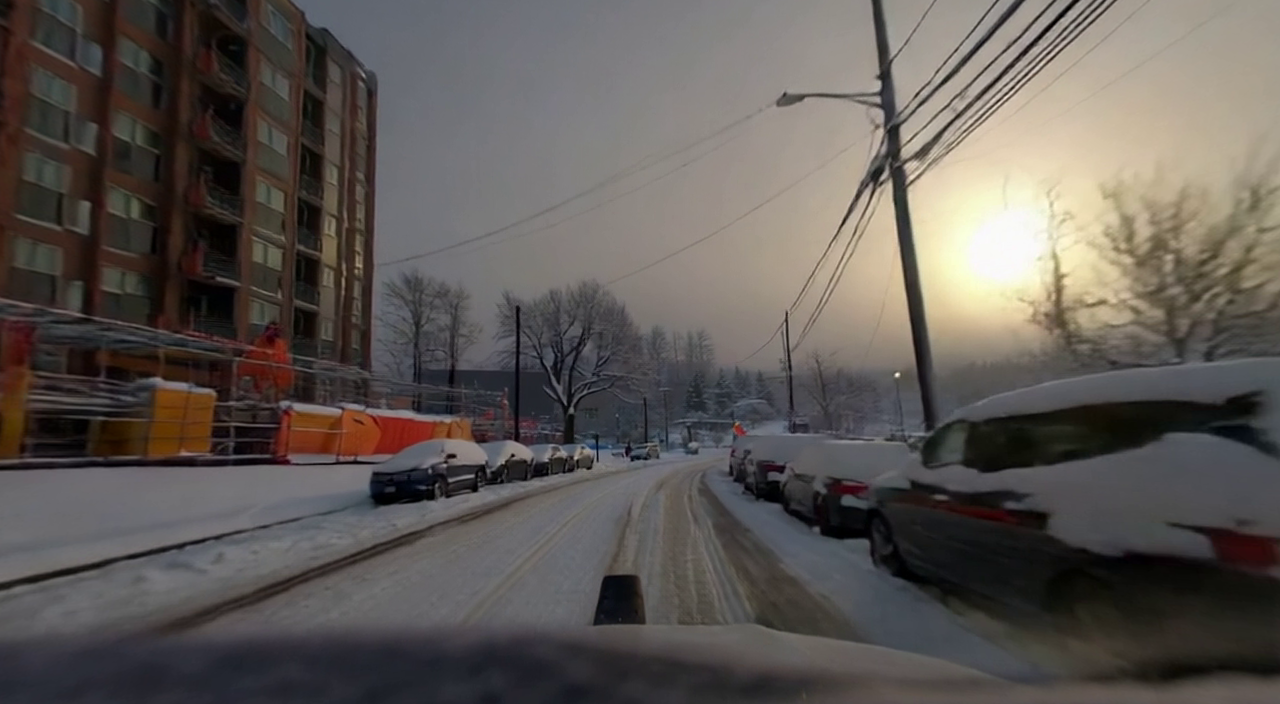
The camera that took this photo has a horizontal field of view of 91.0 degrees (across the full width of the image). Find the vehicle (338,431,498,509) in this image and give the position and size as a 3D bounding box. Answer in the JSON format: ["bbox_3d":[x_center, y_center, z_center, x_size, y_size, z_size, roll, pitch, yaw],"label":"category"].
[{"bbox_3d":[-6.043,3.293,18.160,2.194,1.861,5.725,-1,-9,4],"label":"vehicle"}]

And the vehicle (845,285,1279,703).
[{"bbox_3d":[3.145,0.995,3.990,2.000,1.871,4.797,0,-9,-1],"label":"vehicle"}]
